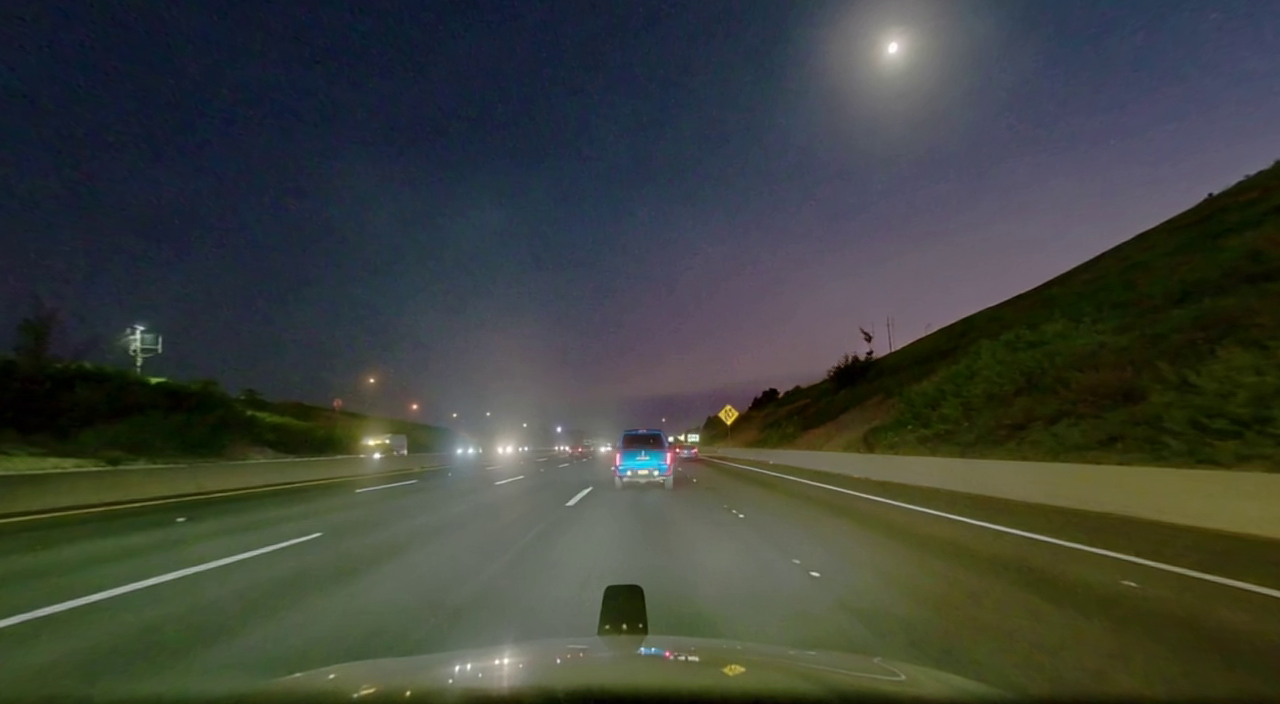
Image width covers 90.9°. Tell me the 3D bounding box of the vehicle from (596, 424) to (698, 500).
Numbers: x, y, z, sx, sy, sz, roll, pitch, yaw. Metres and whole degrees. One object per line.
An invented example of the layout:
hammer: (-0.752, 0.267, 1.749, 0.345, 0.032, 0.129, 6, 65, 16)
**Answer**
vehicle: (0.166, 2.969, 17.356, 2.447, 1.804, 4.273, 0, -9, 0)
